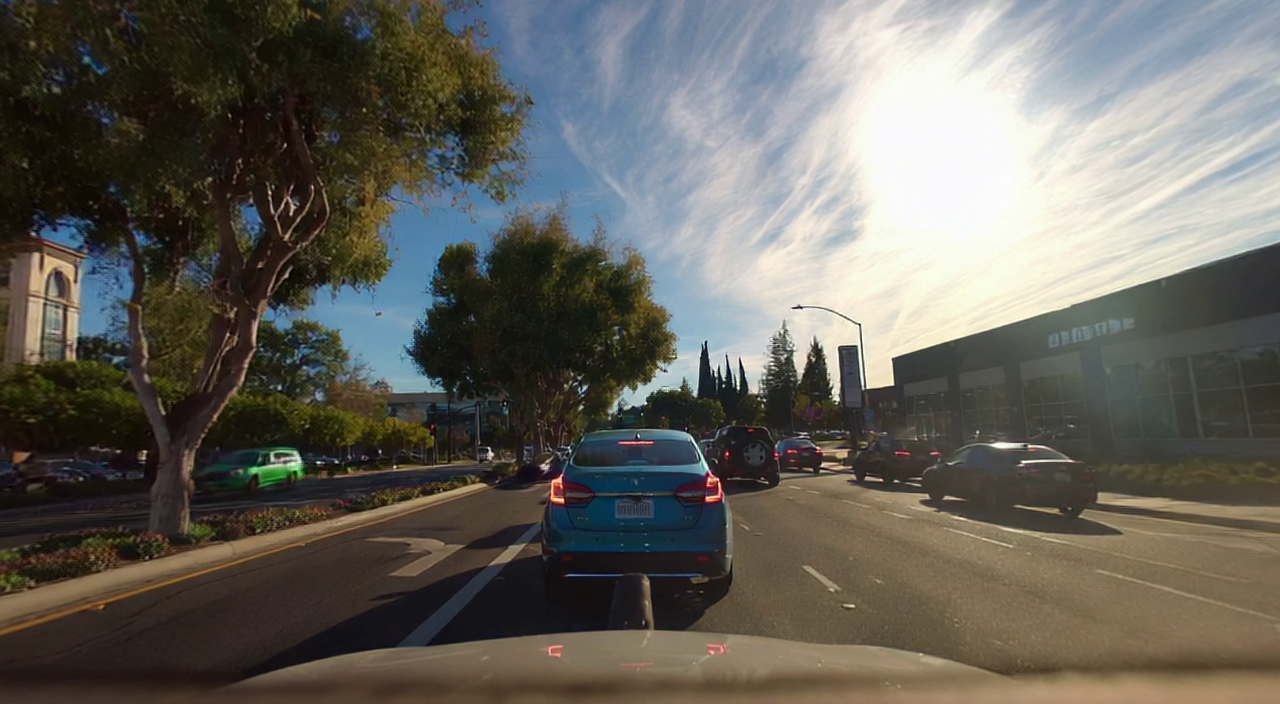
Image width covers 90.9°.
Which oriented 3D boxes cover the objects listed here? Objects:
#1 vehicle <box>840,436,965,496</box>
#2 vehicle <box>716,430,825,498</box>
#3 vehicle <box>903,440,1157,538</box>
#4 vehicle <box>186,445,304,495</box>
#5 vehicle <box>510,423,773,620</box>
[{"bbox_3d":[7.899,3.447,19.514,1.963,1.637,4.527,0,-8,1],"label":"vehicle"},{"bbox_3d":[3.614,3.205,18.465,2.114,1.736,4.553,0,-8,-1],"label":"vehicle"},{"bbox_3d":[6.834,2.402,11.790,1.911,1.468,4.417,0,-8,0],"label":"vehicle"},{"bbox_3d":[-15.293,4.553,24.764,2.163,1.743,4.428,1,-8,-7],"label":"vehicle"},{"bbox_3d":[-0.018,1.600,6.998,1.977,1.465,4.376,0,-8,-1],"label":"vehicle"}]
